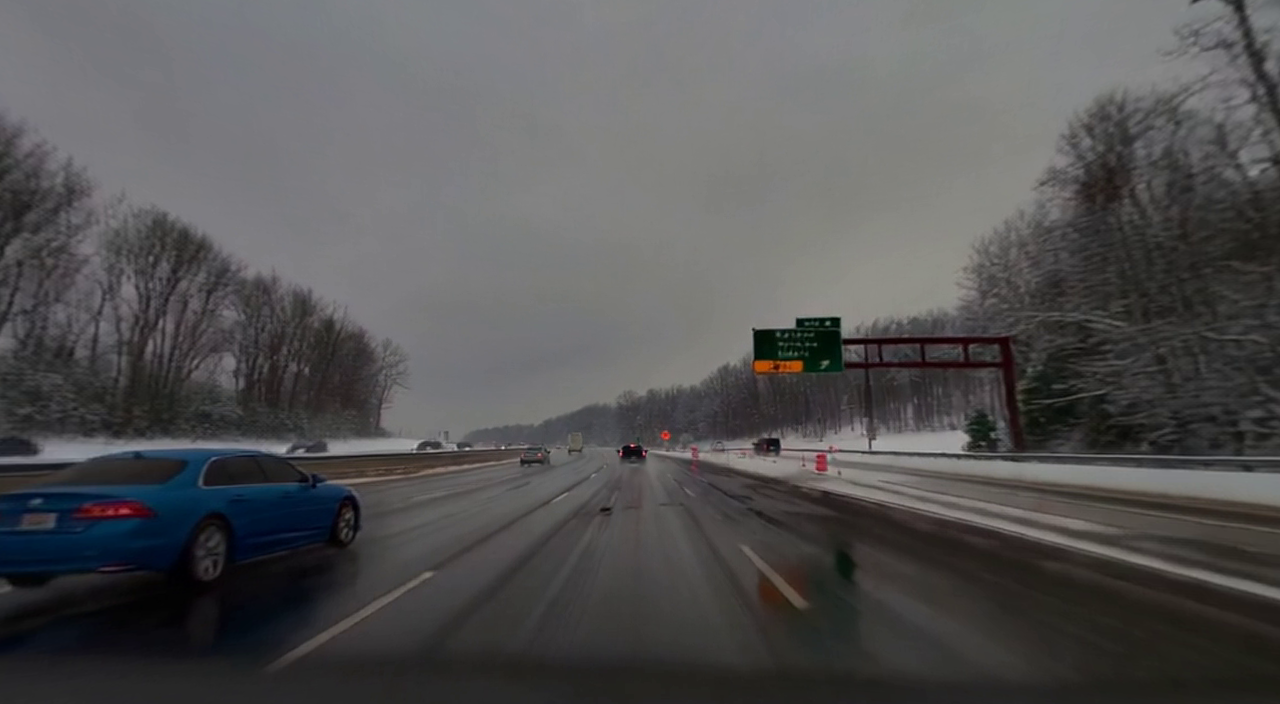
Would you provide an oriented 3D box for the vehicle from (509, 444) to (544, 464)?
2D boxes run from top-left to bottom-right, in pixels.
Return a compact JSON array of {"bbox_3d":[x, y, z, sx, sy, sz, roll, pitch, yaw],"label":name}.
[{"bbox_3d":[-8.776,7.934,49.040,1.946,1.472,4.472,0,-8,-1],"label":"vehicle"}]

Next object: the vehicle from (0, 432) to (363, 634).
[{"bbox_3d":[-4.997,1.612,6.715,2.001,1.415,4.360,0,-8,1],"label":"vehicle"}]

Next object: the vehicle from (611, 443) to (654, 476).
[{"bbox_3d":[-0.372,5.172,30.630,1.963,1.462,4.681,0,-8,-1],"label":"vehicle"}]
